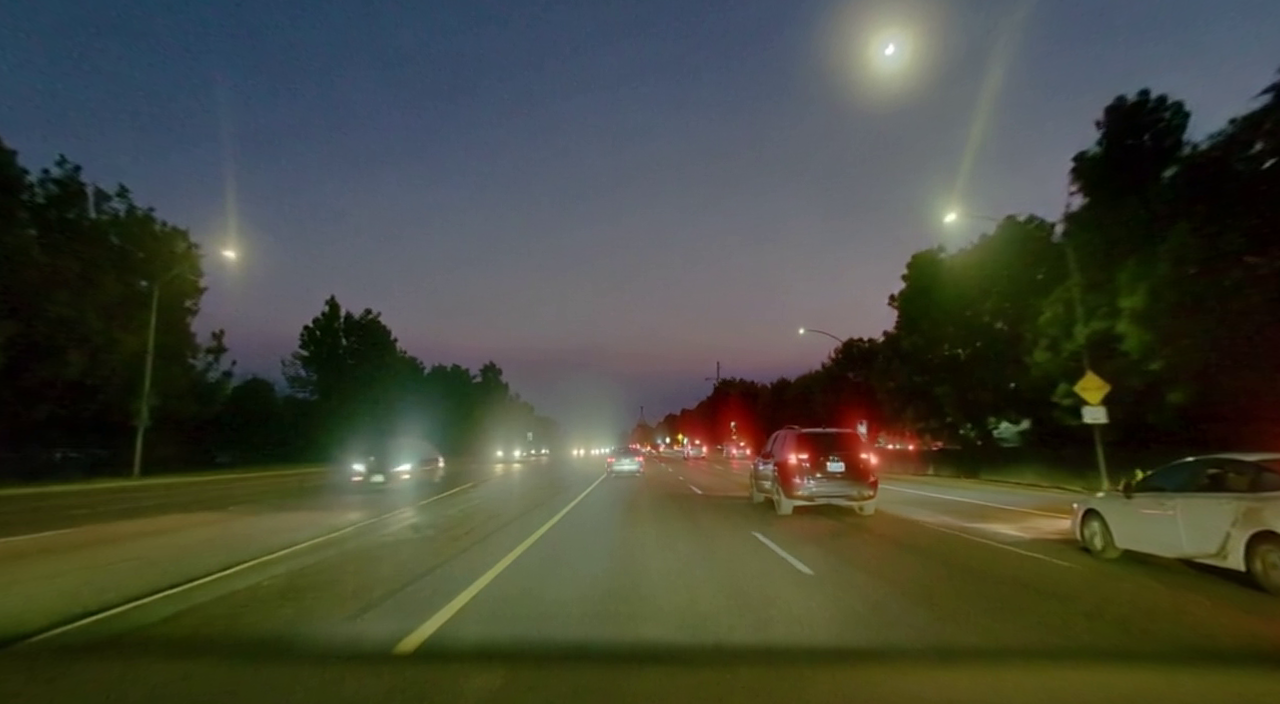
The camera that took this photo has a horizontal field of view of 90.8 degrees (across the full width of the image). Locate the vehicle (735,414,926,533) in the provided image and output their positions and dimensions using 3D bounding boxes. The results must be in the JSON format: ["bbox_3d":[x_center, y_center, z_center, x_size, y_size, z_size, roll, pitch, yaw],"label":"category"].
[{"bbox_3d":[3.333,2.245,12.237,2.186,1.842,4.553,0,-9,-1],"label":"vehicle"}]

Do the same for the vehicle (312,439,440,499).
[{"bbox_3d":[-7.571,3.393,18.696,2.011,1.536,4.411,0,-9,-2],"label":"vehicle"}]

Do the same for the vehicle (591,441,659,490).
[{"bbox_3d":[-0.452,3.714,20.955,2.040,1.451,3.736,0,-9,0],"label":"vehicle"}]

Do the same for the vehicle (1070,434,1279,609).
[{"bbox_3d":[6.640,1.453,5.481,2.434,1.467,4.726,0,-9,-1],"label":"vehicle"}]
